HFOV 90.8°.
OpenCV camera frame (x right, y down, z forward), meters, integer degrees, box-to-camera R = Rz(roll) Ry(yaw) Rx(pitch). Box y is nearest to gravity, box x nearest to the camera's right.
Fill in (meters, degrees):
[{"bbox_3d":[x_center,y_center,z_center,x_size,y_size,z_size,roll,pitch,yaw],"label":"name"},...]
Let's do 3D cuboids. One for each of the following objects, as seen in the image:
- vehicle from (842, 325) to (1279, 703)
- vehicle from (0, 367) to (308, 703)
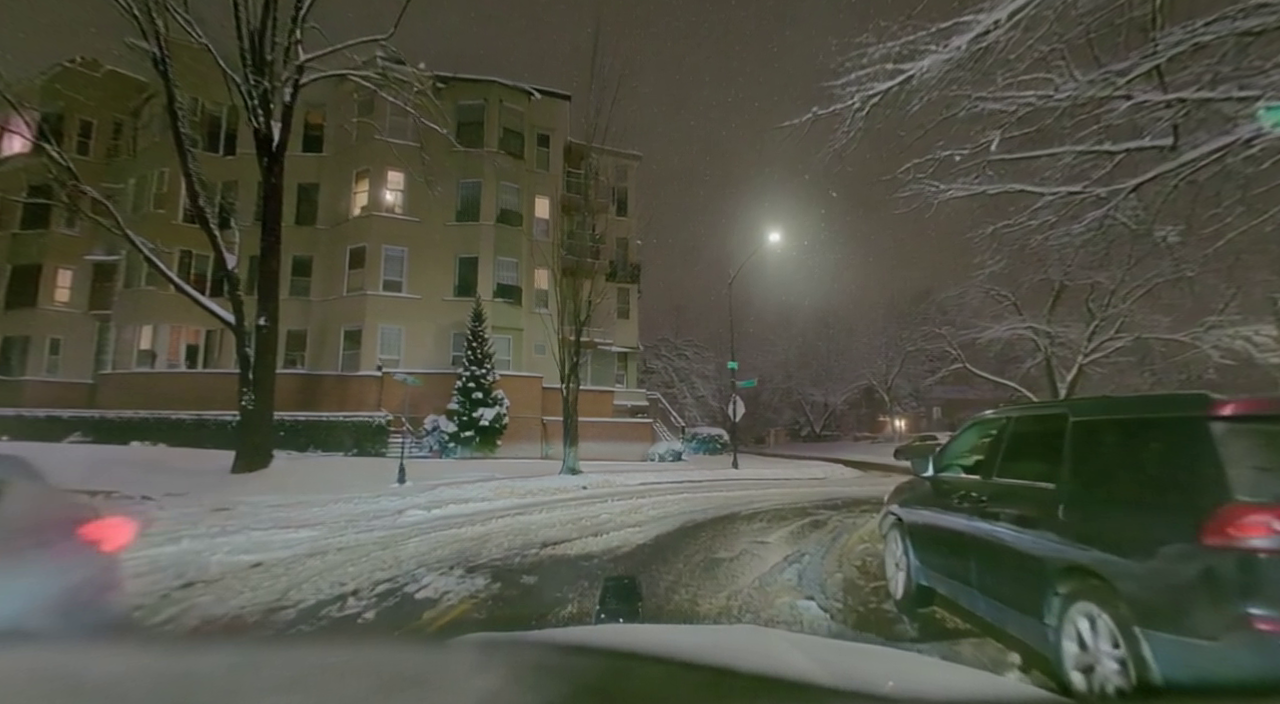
[{"bbox_3d":[2.982,1.071,3.853,2.020,1.734,4.402,0,-8,0],"label":"vehicle"},{"bbox_3d":[-2.649,0.641,0.418,2.210,1.516,4.804,0,-8,1],"label":"vehicle"}]
